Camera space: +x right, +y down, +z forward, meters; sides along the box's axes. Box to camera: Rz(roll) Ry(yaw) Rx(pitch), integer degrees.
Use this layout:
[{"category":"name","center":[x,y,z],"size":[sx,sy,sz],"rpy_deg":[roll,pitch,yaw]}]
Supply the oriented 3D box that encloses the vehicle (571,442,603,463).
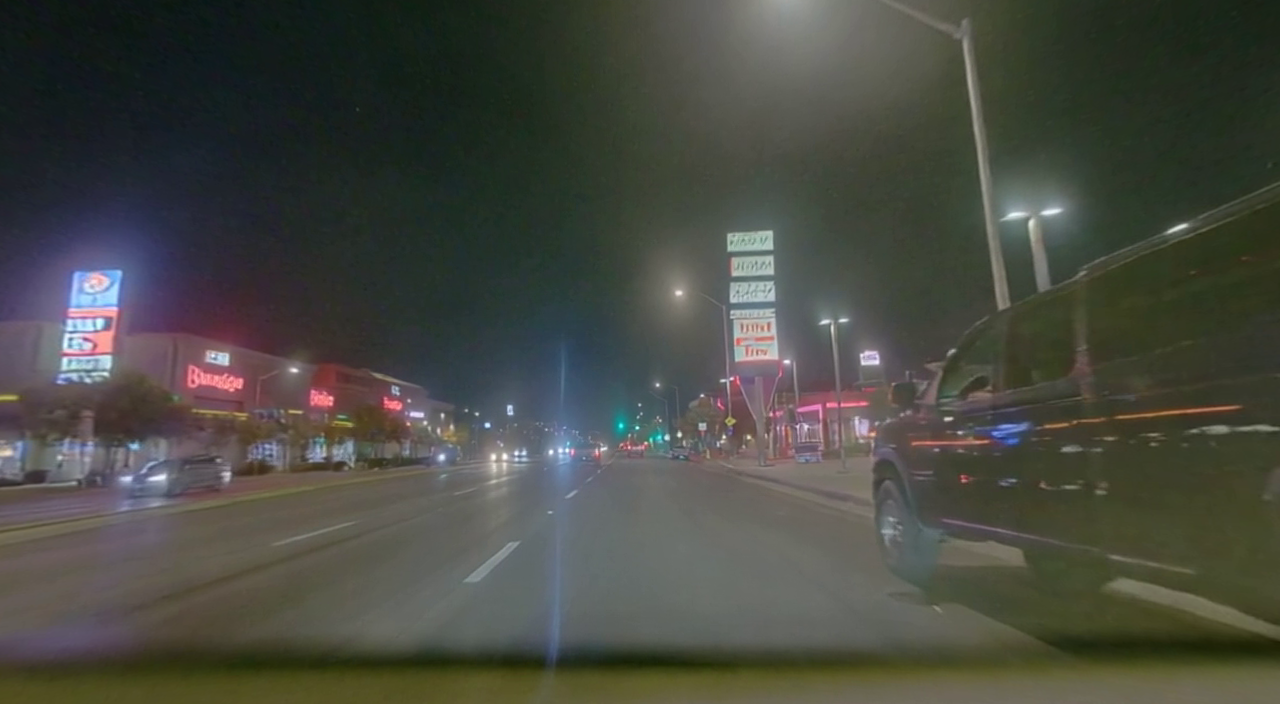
[{"category":"vehicle","center":[-3.937,7.624,47.901],"size":[2.179,1.490,4.742],"rpy_deg":[0,-9,-2]}]

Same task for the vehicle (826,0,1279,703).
[{"category":"vehicle","center":[3.874,0.300,3.958],"size":[3.089,3.207,7.611],"rpy_deg":[0,-9,0]}]

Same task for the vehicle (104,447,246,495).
[{"category":"vehicle","center":[-18.511,4.715,25.514],"size":[2.144,1.725,4.716],"rpy_deg":[0,-9,0]}]
